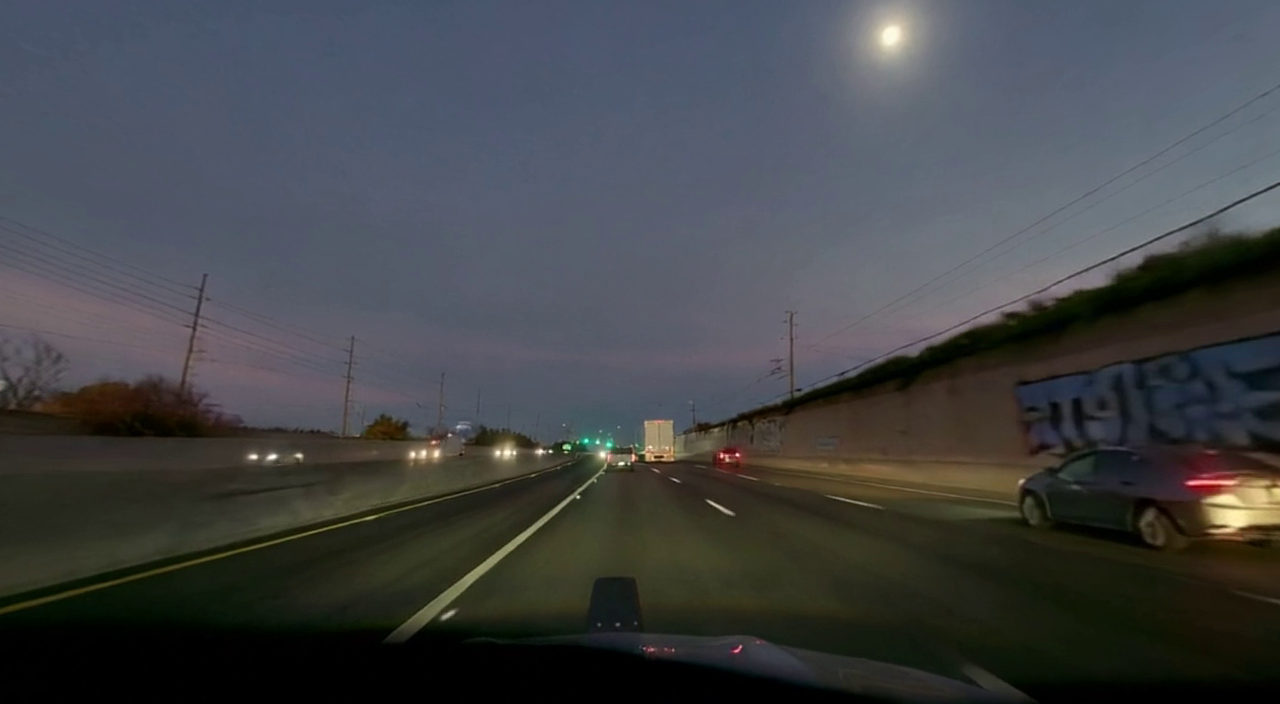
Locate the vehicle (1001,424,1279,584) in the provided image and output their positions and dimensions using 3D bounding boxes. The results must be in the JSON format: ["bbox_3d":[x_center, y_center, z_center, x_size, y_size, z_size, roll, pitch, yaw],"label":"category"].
[{"bbox_3d":[7.177,1.807,8.322,2.032,1.525,4.631,0,-9,-1],"label":"vehicle"}]

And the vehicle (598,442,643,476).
[{"bbox_3d":[-1.024,5.517,32.754,2.191,1.685,3.353,0,-9,-2],"label":"vehicle"}]

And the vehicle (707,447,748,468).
[{"bbox_3d":[6.236,7.593,45.577,2.018,1.451,4.762,0,-9,-4],"label":"vehicle"}]
